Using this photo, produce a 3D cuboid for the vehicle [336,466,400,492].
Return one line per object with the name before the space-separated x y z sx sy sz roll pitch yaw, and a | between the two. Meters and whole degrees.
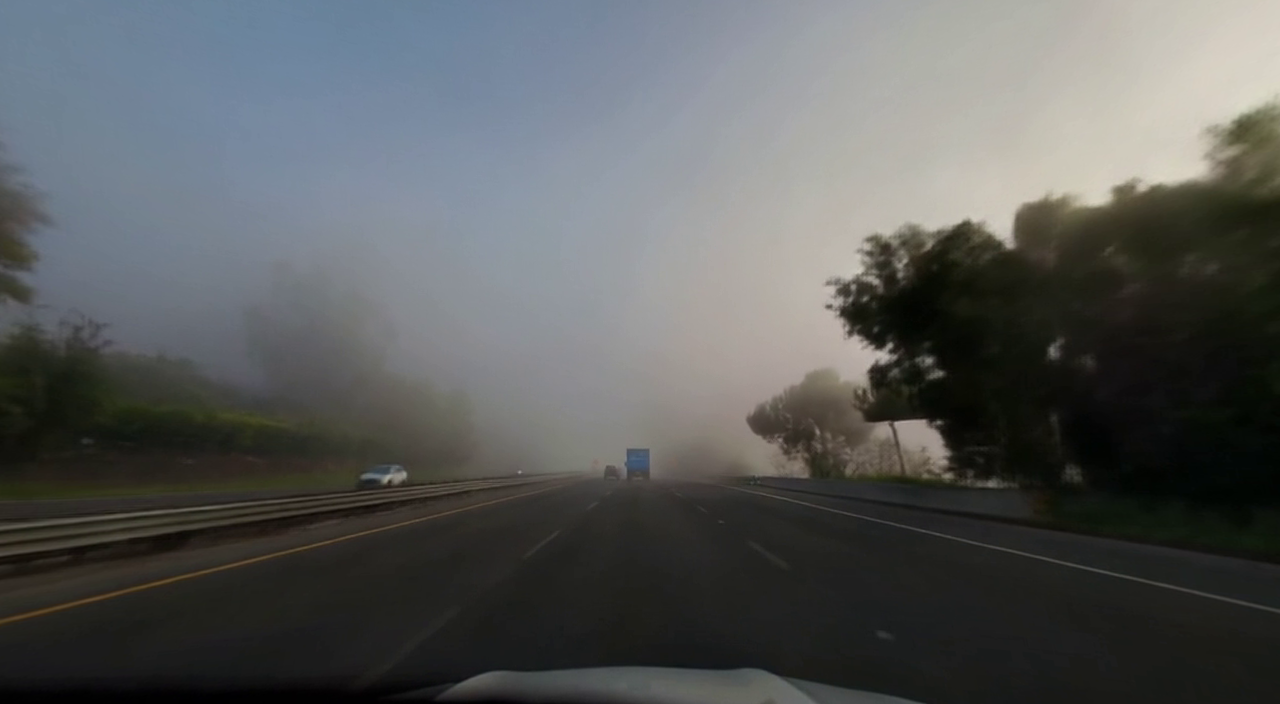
vehicle | -17.092 8.000 39.808 1.955 1.496 4.555 1 -10 0
